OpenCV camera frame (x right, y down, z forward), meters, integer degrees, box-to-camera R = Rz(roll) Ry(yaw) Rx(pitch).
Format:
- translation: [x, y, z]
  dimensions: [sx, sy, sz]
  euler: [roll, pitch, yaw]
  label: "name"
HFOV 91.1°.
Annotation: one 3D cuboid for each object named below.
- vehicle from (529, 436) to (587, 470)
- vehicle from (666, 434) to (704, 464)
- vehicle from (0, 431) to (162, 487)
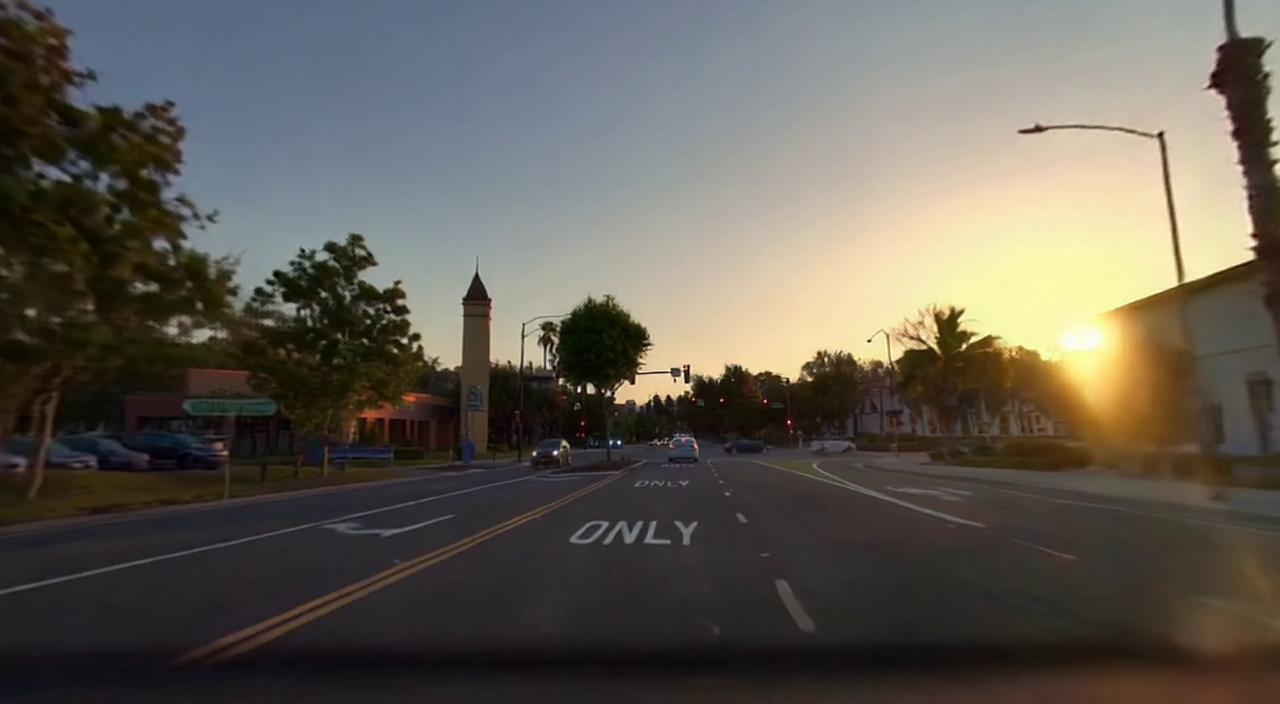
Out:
- translation: [-4.965, 6.224, 38.923]
  dimensions: [2.366, 1.941, 5.823]
  euler: [-1, -9, 4]
  label: "vehicle"
- translation: [3.343, 7.094, 45.956]
  dimensions: [2.590, 2.080, 5.284]
  euler: [-1, -9, 5]
  label: "vehicle"
- translation: [-21.845, 4.108, 24.397]
  dimensions: [4.729, 1.867, 2.292]
  euler: [0, -4, 3]
  label: "vehicle"
